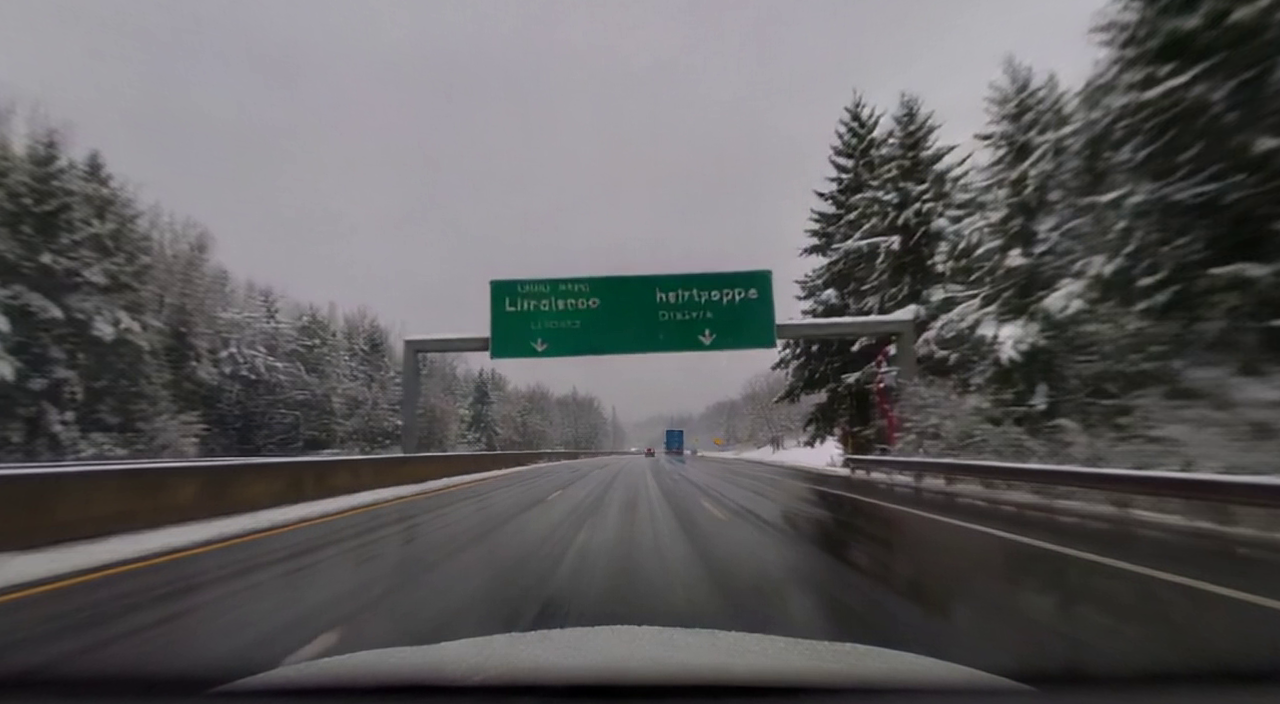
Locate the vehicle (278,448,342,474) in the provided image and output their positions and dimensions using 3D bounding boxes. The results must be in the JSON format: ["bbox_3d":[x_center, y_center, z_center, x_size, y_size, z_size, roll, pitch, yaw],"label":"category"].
[{"bbox_3d":[-20.953,6.928,40.212,1.840,1.521,4.024,0,-8,1],"label":"vehicle"}]
